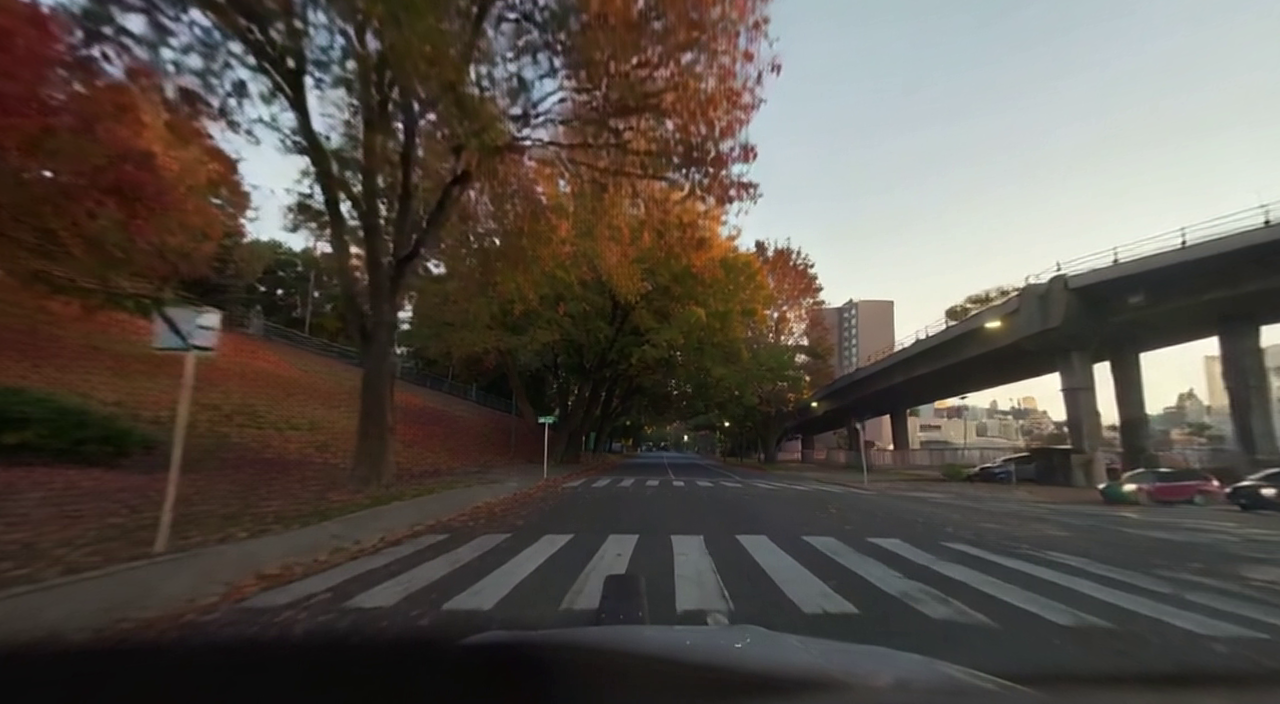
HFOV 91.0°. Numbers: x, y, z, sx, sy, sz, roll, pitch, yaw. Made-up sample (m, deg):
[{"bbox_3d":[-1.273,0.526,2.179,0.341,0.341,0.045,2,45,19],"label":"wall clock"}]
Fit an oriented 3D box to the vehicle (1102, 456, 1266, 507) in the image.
[{"bbox_3d":[20.600,4.845,24.009,2.066,1.654,4.269,7,-11,-37],"label":"vehicle"}]
